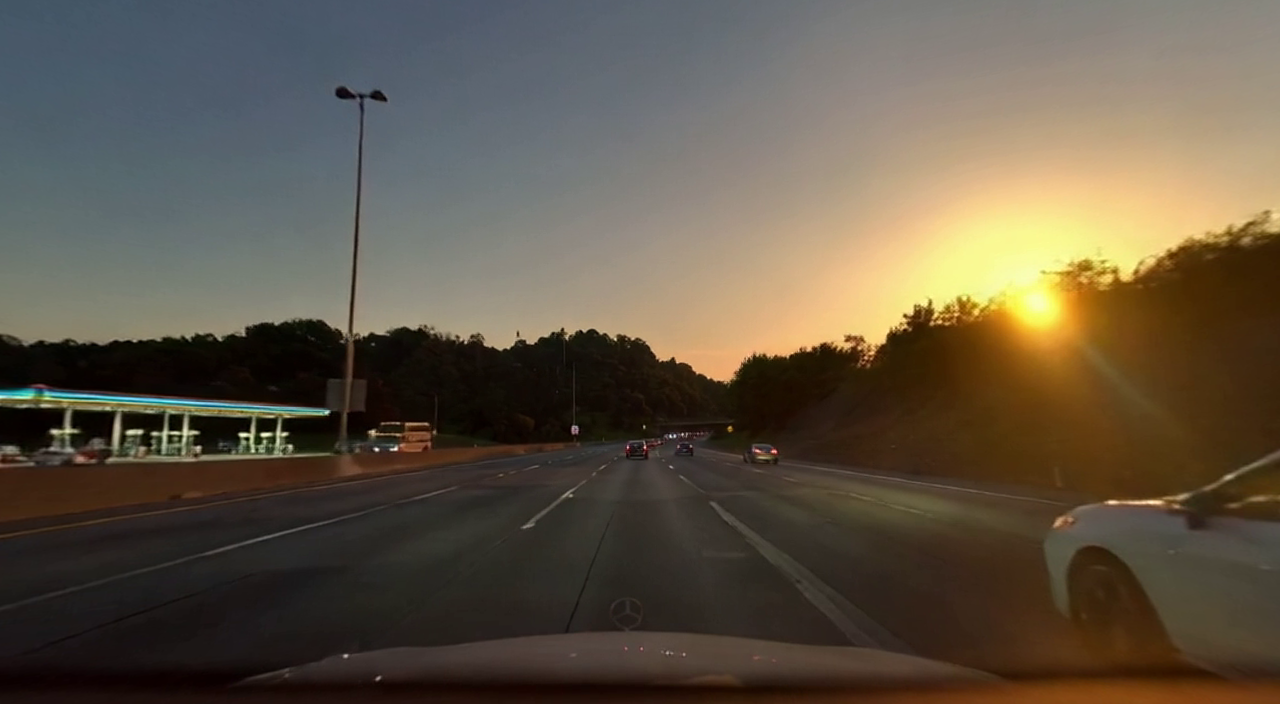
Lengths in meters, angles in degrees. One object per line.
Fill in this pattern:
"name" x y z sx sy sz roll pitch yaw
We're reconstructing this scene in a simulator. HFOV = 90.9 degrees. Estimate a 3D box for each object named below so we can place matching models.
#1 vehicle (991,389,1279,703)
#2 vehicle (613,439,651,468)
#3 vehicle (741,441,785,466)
"vehicle" 3.539 0.833 2.032 2.172 1.490 4.668 0 -8 1
"vehicle" -0.448 5.592 34.925 1.999 1.473 4.351 0 -8 -1
"vehicle" 7.639 6.317 39.574 1.867 1.463 4.295 0 -8 -1
